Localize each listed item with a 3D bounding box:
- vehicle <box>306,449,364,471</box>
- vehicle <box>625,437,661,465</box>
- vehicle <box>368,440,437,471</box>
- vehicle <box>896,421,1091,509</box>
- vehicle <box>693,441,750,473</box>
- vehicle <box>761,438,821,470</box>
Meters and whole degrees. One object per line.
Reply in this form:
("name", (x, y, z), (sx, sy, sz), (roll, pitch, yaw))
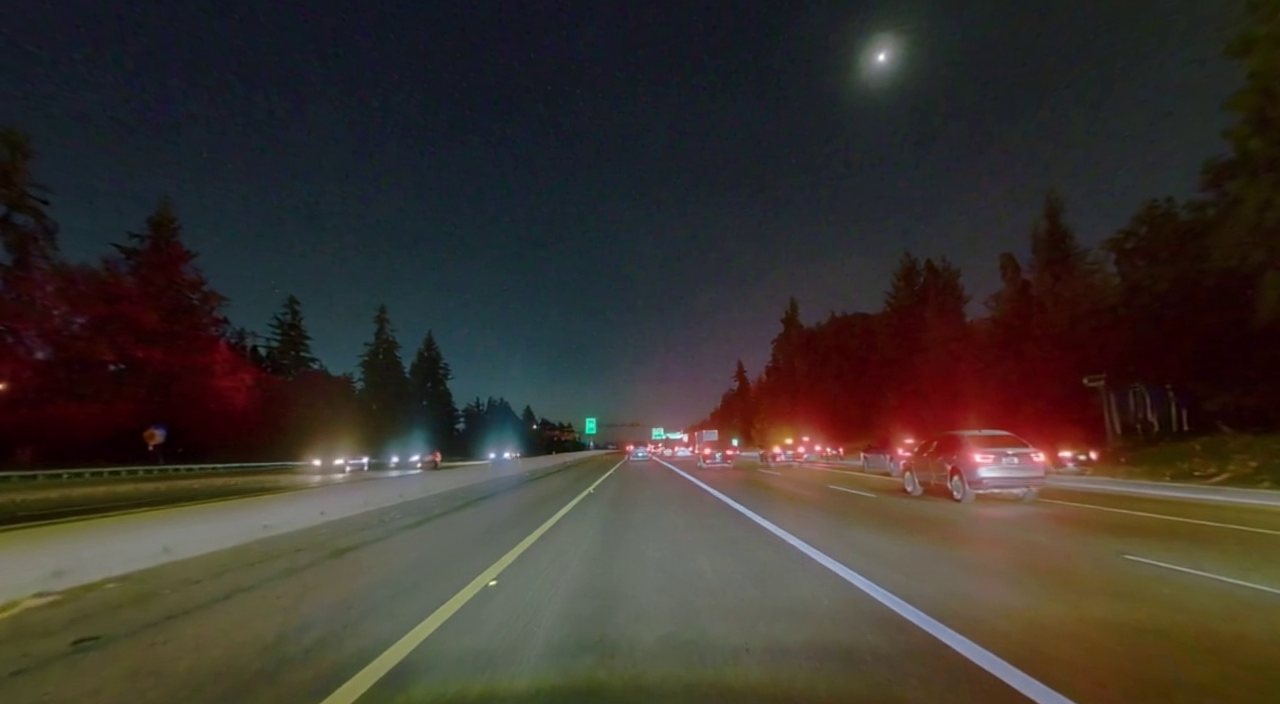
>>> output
("vehicle", (-22.412, 7.923, 46.560), (1.977, 1.461, 4.638), (0, -8, 0))
("vehicle", (0.185, 6.186, 39.403), (2.124, 1.639, 4.122), (0, -8, 0))
("vehicle", (-15.031, 6.587, 40.312), (2.250, 1.805, 5.631), (0, -8, 0))
("vehicle", (7.795, 2.527, 14.517), (1.986, 1.703, 4.226), (0, -8, 0))
("vehicle", (3.901, 5.069, 30.795), (2.118, 1.438, 4.312), (0, -8, -1))
("vehicle", (7.665, 5.213, 32.399), (1.919, 1.476, 4.303), (0, -8, -1))
